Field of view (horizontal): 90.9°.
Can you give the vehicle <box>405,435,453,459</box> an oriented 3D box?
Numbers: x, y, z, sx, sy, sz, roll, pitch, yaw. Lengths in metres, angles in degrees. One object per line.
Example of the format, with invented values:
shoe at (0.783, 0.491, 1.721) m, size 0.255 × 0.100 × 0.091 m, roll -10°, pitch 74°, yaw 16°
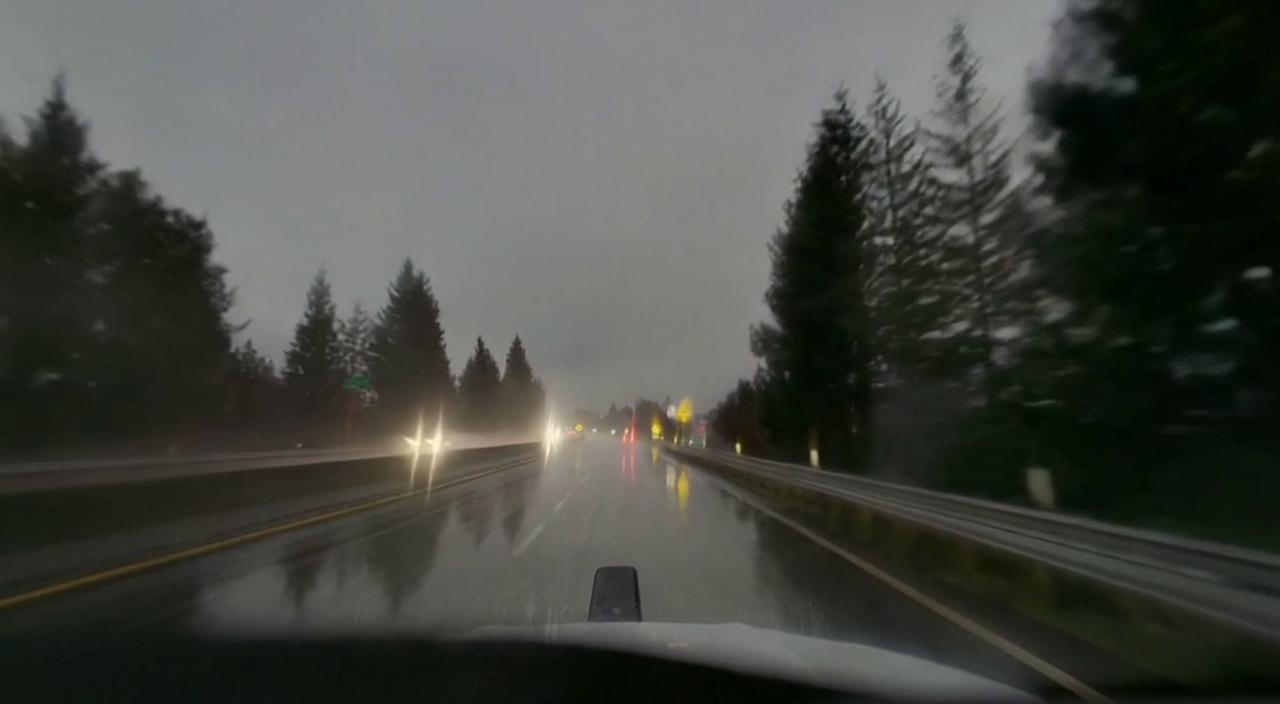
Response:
vehicle at (-13.437, 6.020, 40.352) m, size 1.853 × 1.436 × 3.706 m, roll 1°, pitch -8°, yaw -1°
